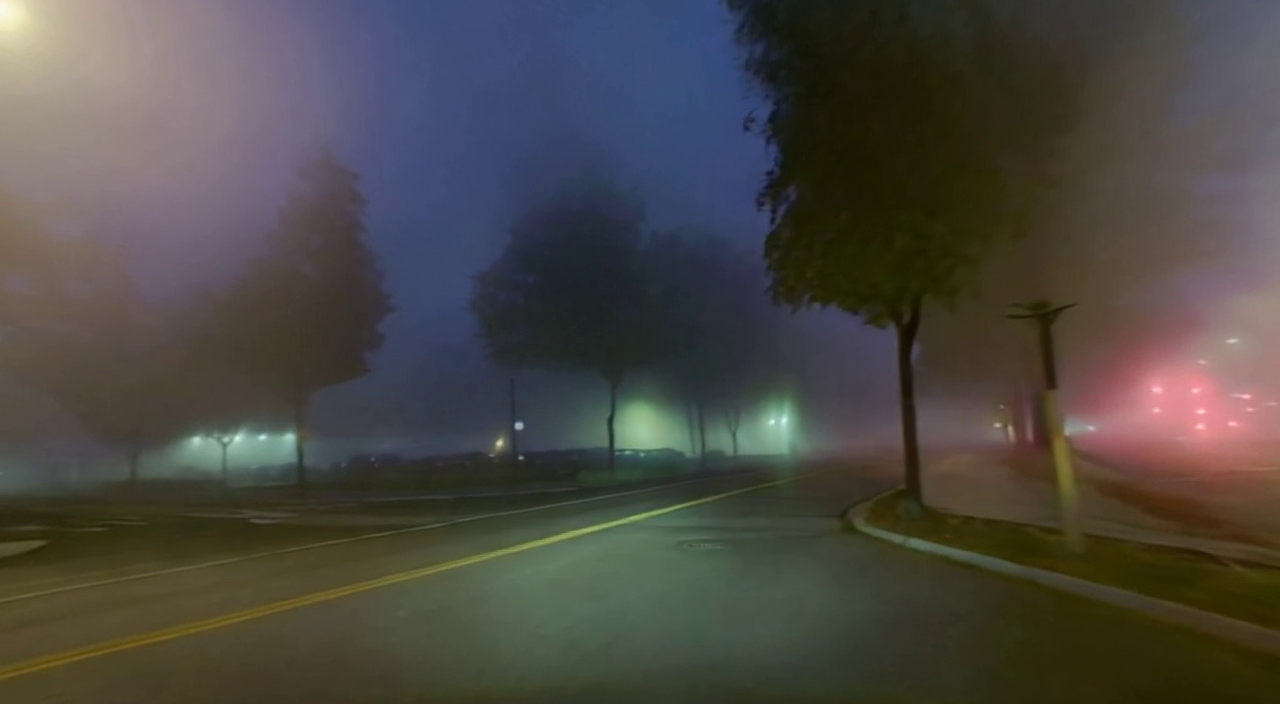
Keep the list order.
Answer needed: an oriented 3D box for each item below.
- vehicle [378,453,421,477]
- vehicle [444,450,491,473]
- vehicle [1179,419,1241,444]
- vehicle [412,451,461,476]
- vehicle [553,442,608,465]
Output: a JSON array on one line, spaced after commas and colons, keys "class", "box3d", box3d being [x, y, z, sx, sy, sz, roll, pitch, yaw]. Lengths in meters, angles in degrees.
[{"class": "vehicle", "box3d": [-16.093, 7.509, 42.117, 2.130, 1.458, 4.157, 4, -10, -28]}, {"class": "vehicle", "box3d": [-12.975, 8.162, 47.311, 2.102, 1.541, 4.416, 5, -10, -32]}, {"class": "vehicle", "box3d": [40.110, 5.632, 44.567, 2.100, 1.638, 4.545, -5, -10, 27]}, {"class": "vehicle", "box3d": [-14.121, 7.658, 43.580, 2.121, 1.541, 5.124, 5, -10, -30]}, {"class": "vehicle", "box3d": [-4.727, 7.944, 49.571, 2.112, 1.719, 5.483, 5, -10, -31]}]
